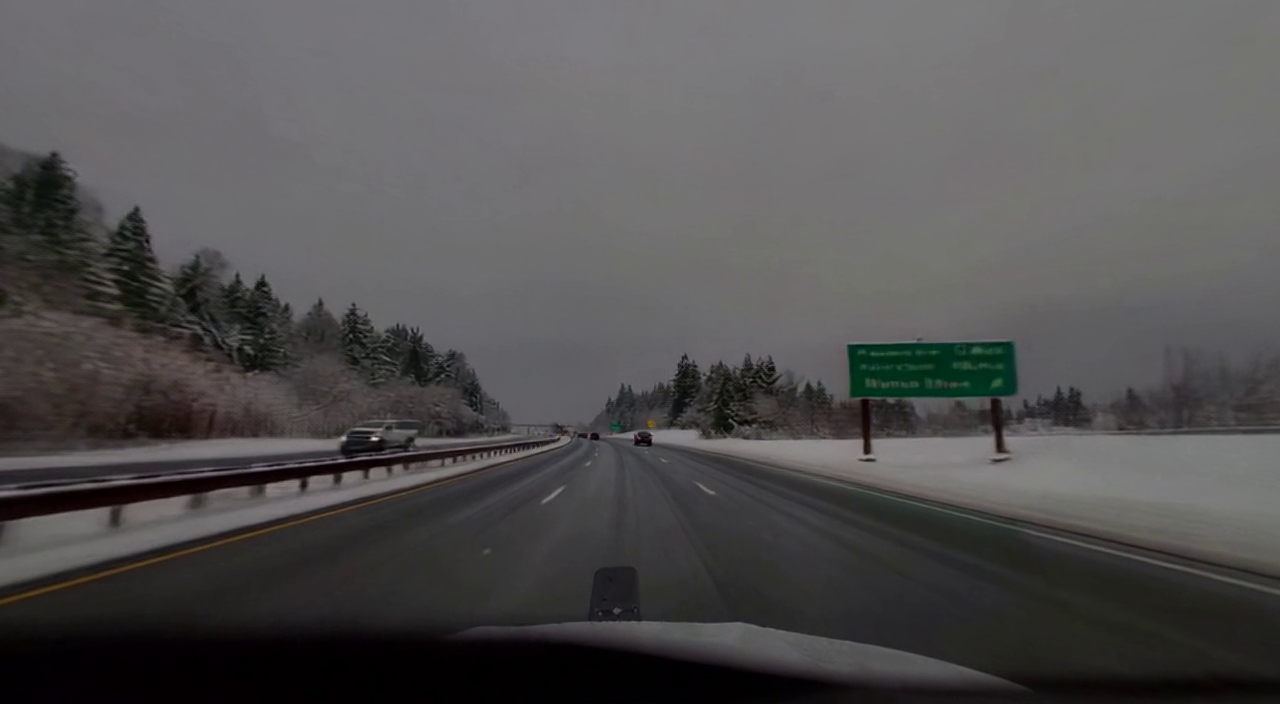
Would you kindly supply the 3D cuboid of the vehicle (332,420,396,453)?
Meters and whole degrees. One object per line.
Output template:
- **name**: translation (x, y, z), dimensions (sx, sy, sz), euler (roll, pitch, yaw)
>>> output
- **vehicle**: translation (-17.380, 5.365, 39.976), dimensions (2.067, 1.971, 4.840), euler (0, -8, -2)
